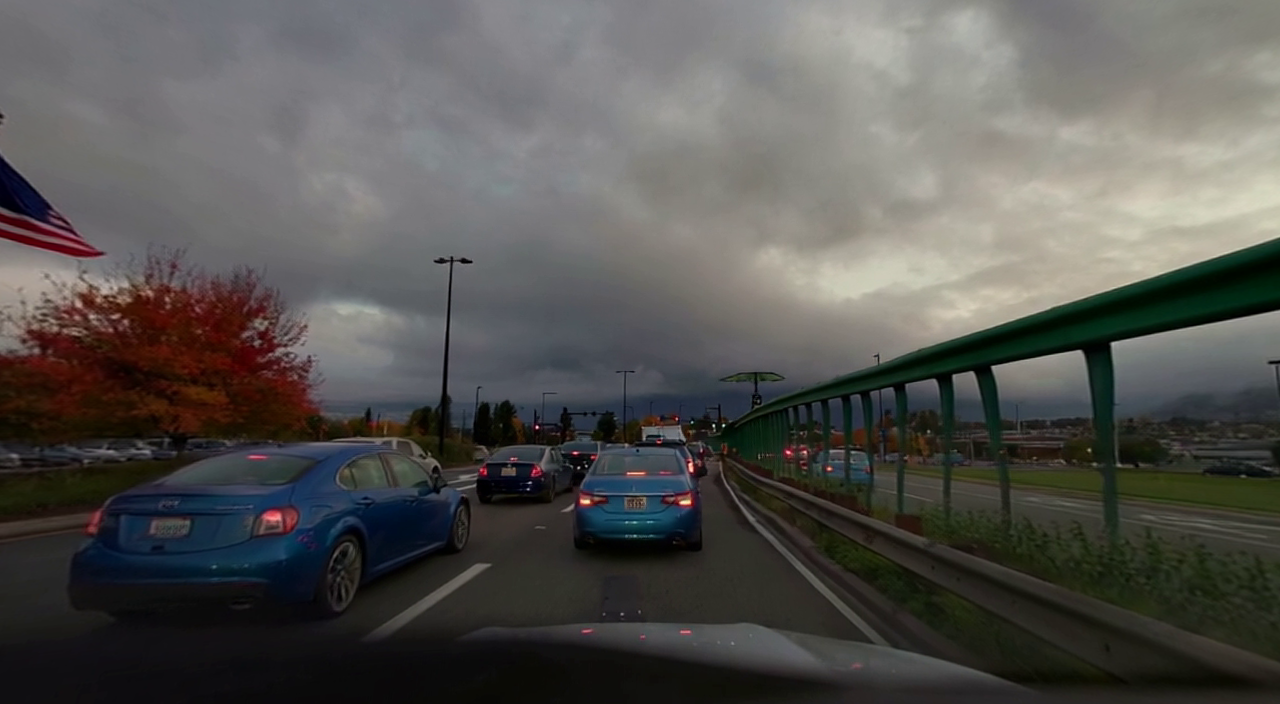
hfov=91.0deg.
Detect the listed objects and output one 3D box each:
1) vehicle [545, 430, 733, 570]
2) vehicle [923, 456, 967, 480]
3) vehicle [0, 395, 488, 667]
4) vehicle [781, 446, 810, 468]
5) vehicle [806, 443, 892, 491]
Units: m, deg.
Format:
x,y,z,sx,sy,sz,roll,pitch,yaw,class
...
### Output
x,y,z,sx,sy,sz,roll,pitch,yaw,class
0.113,1.971,9.210,2.090,1.506,4.276,0,-9,3,vehicle
23.066,8.747,47.827,1.946,1.649,4.326,-1,-9,12,vehicle
-3.088,1.414,6.080,1.988,1.635,4.260,0,-9,3,vehicle
11.651,7.902,47.496,1.944,1.544,4.301,-1,-9,12,vehicle
7.792,4.294,23.947,2.011,1.610,4.568,0,-9,4,vehicle
